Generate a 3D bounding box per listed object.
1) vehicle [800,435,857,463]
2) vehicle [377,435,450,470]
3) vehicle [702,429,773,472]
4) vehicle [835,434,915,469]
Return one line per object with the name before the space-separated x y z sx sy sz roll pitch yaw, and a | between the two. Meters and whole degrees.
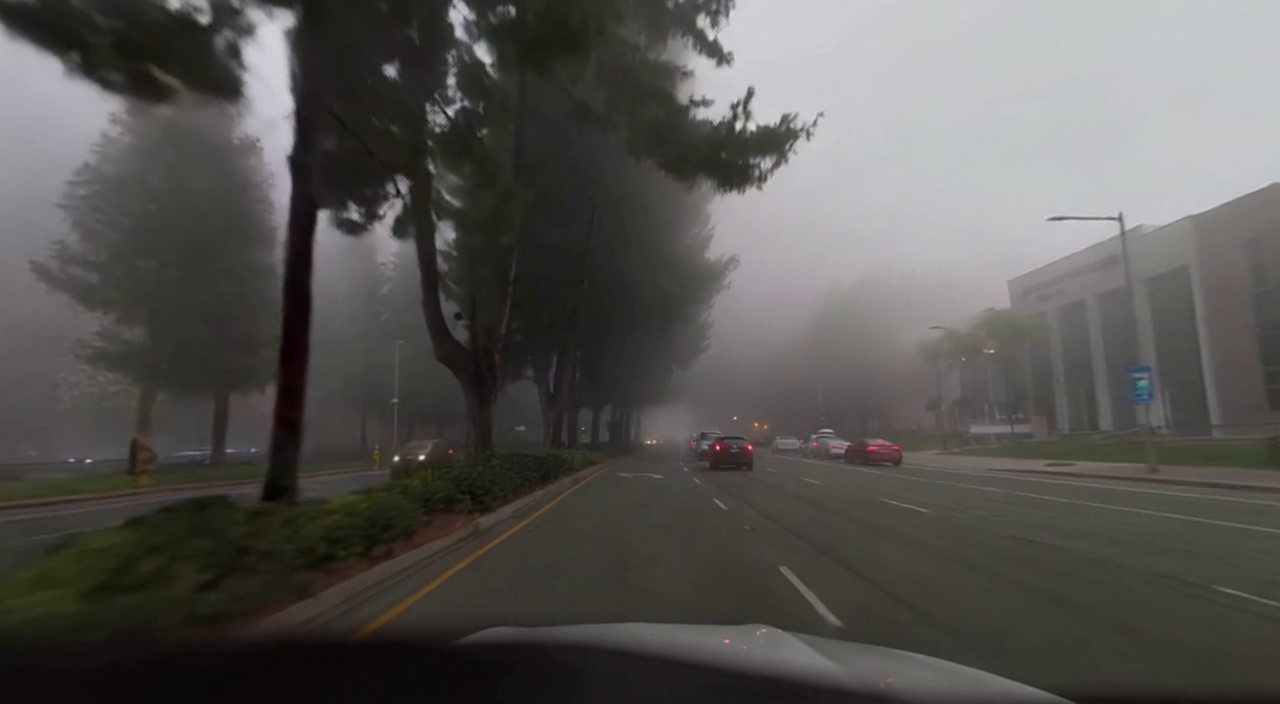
vehicle | 10.796 5.588 36.456 1.841 1.471 4.790 0 -8 0
vehicle | -13.640 6.101 38.462 2.285 1.931 5.530 -2 -8 2
vehicle | 4.050 4.185 26.972 2.216 1.675 4.627 0 -8 -1
vehicle | 10.537 4.496 28.653 1.840 1.467 4.731 0 -8 0
